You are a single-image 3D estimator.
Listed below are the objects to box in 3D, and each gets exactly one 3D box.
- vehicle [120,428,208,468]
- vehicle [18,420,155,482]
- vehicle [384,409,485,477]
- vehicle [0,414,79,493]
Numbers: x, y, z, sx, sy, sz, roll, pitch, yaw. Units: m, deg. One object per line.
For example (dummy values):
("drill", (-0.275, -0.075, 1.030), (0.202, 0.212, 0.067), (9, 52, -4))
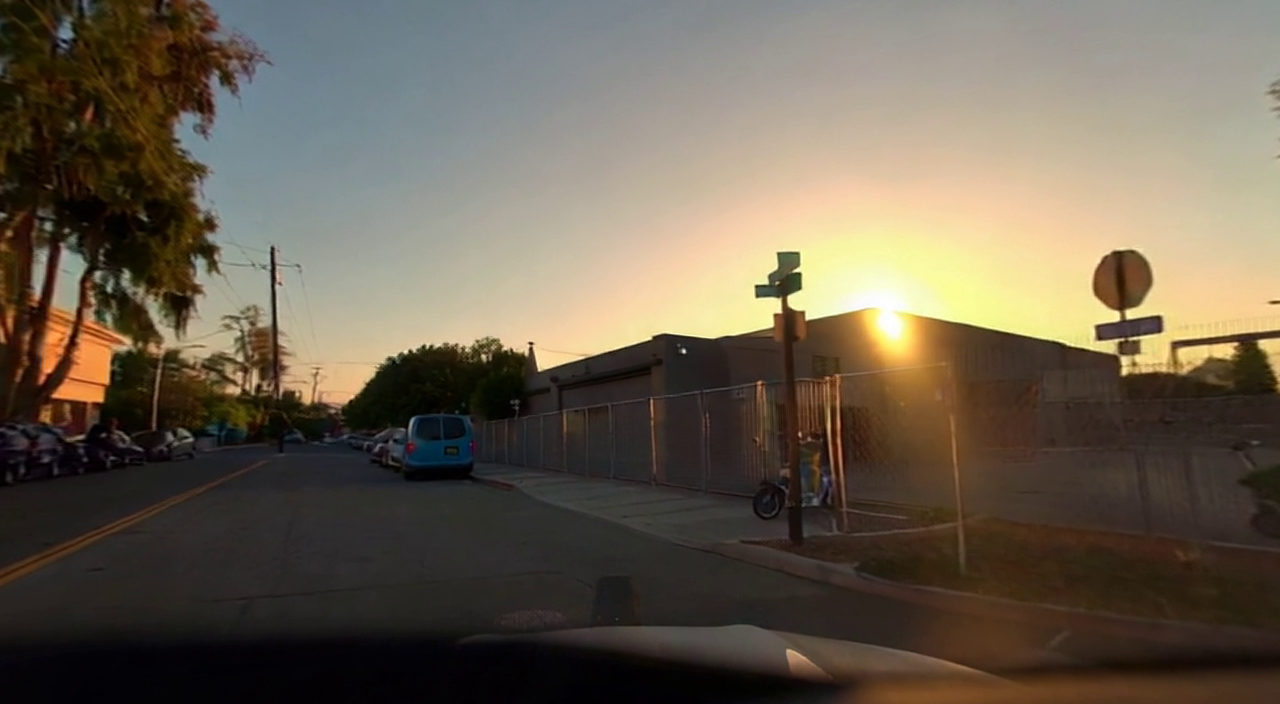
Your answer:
("vehicle", (-24.843, 5.028, 33.271), (2.504, 1.919, 5.658), (4, -9, -25))
("vehicle", (-19.984, 3.590, 23.194), (2.304, 1.937, 5.720), (2, -9, -26))
("vehicle", (-7.295, 3.161, 21.913), (2.327, 2.021, 5.850), (4, -9, -27))
("vehicle", (-17.133, 2.730, 17.007), (1.857, 1.908, 4.081), (4, -10, -26))
